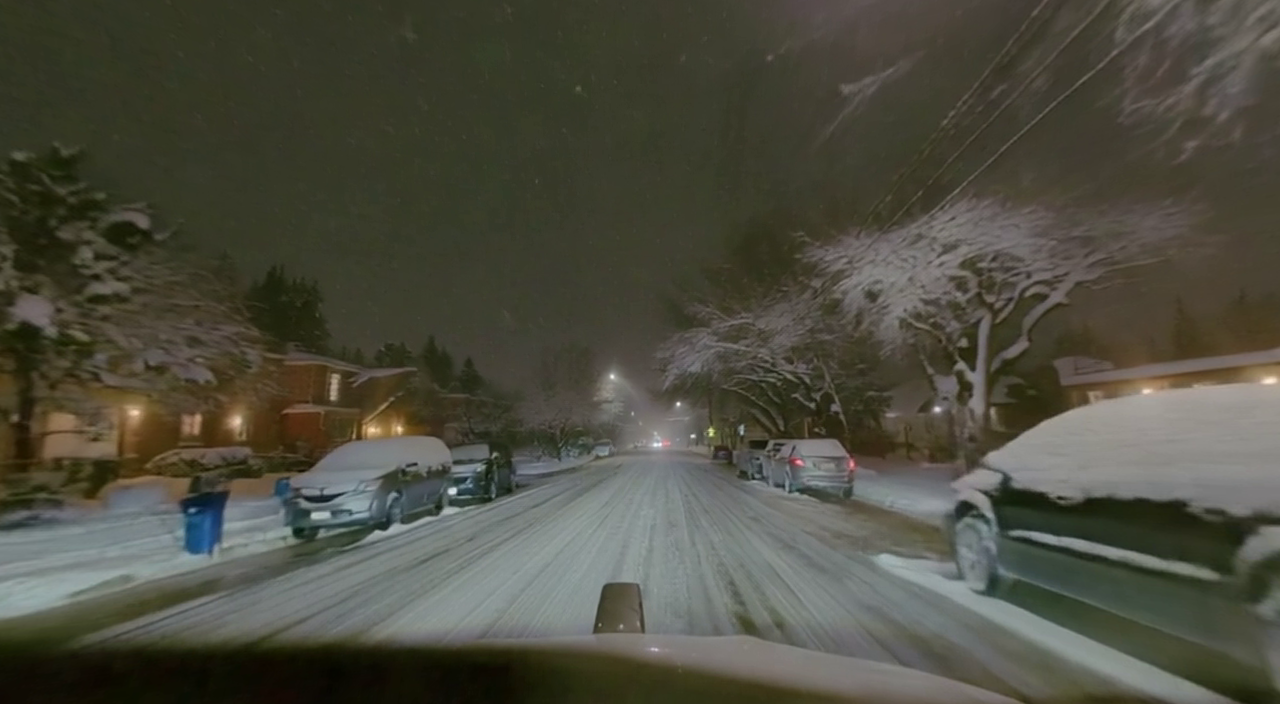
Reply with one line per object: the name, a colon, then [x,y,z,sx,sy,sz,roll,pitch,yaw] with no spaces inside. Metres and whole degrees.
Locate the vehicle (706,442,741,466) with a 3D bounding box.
vehicle: [5.744,7.080,44.013,1.906,1.503,4.498,-1,-8,2]

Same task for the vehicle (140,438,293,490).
vehicle: [-17.720,4.670,26.654,4.832,2.033,2.045,0,-8,-5]

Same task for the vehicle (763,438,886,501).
vehicle: [4.941,3.204,17.792,2.090,1.489,4.952,-1,-8,2]

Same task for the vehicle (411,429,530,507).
vehicle: [-4.875,3.410,18.866,2.156,1.859,4.573,-4,-9,1]

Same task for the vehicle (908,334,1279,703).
vehicle: [3.852,0.986,3.808,2.122,1.809,5.421,-1,-8,1]

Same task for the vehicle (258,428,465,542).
vehicle: [-5.332,2.595,12.875,2.118,1.753,4.377,-5,-9,2]
